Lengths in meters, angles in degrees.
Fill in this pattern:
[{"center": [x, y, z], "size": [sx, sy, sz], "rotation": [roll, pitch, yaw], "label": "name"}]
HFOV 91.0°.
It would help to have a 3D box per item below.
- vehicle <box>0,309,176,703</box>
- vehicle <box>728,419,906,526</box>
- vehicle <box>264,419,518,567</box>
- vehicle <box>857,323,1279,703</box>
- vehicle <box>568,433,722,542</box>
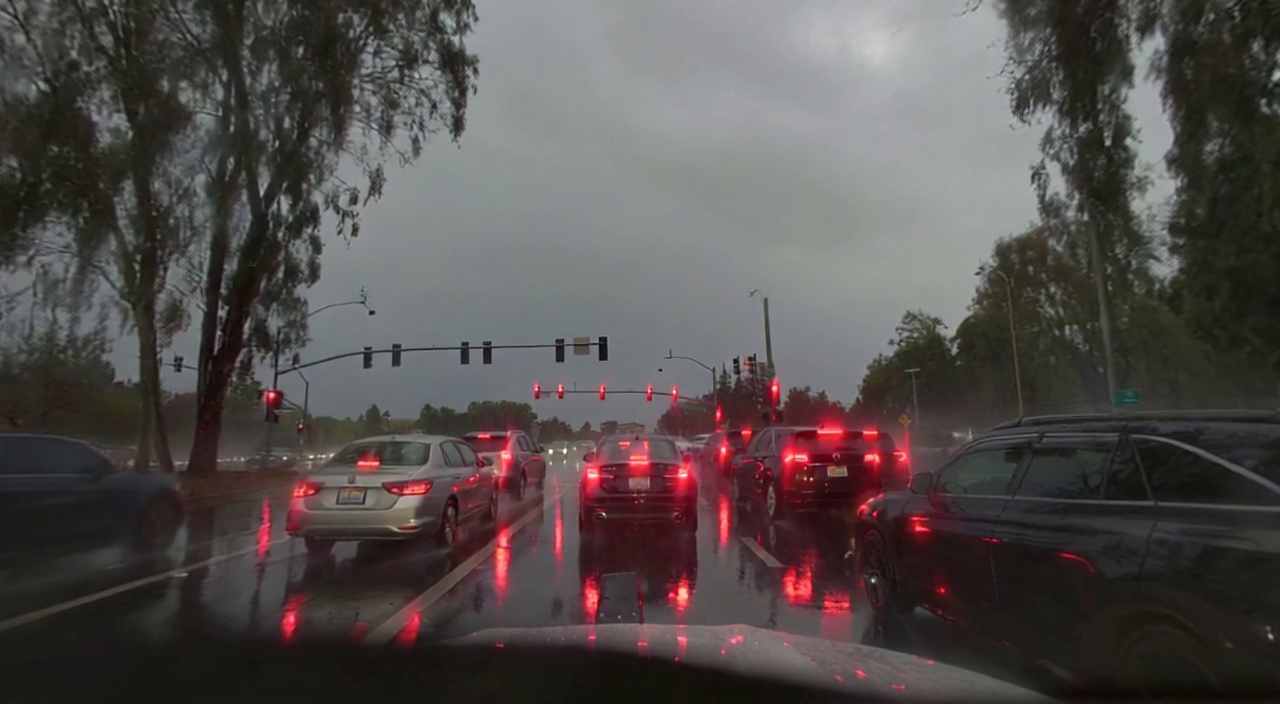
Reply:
[{"center": [-3.204, 0.502, 0.603], "size": [2.079, 1.756, 4.676], "rotation": [0, -8, -3], "label": "vehicle"}, {"center": [3.074, 2.207, 12.014], "size": [2.106, 1.667, 4.101], "rotation": [0, -8, -1], "label": "vehicle"}, {"center": [-3.058, 1.818, 8.903], "size": [1.896, 1.546, 4.378], "rotation": [0, -8, -2], "label": "vehicle"}, {"center": [3.151, 0.995, 3.737], "size": [2.074, 1.685, 4.387], "rotation": [0, -8, -1], "label": "vehicle"}, {"center": [0.004, 2.106, 10.420], "size": [2.076, 1.438, 3.770], "rotation": [0, -8, -2], "label": "vehicle"}]
